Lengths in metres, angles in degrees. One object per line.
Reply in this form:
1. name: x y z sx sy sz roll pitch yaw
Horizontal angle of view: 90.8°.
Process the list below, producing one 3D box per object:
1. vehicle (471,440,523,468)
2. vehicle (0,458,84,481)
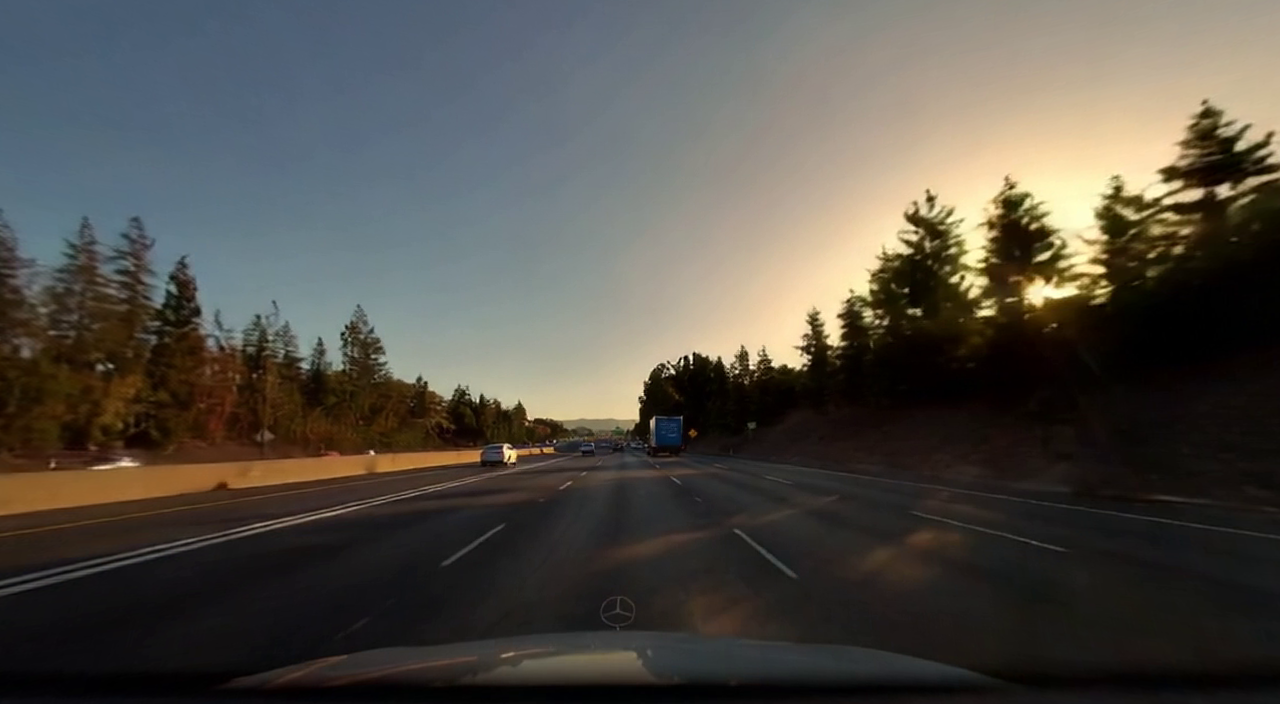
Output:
1. vehicle: -8.216 5.911 36.749 2.033 1.494 4.508 0 -9 0
2. vehicle: -44.845 8.827 47.548 1.869 1.517 4.593 0 -9 -1
